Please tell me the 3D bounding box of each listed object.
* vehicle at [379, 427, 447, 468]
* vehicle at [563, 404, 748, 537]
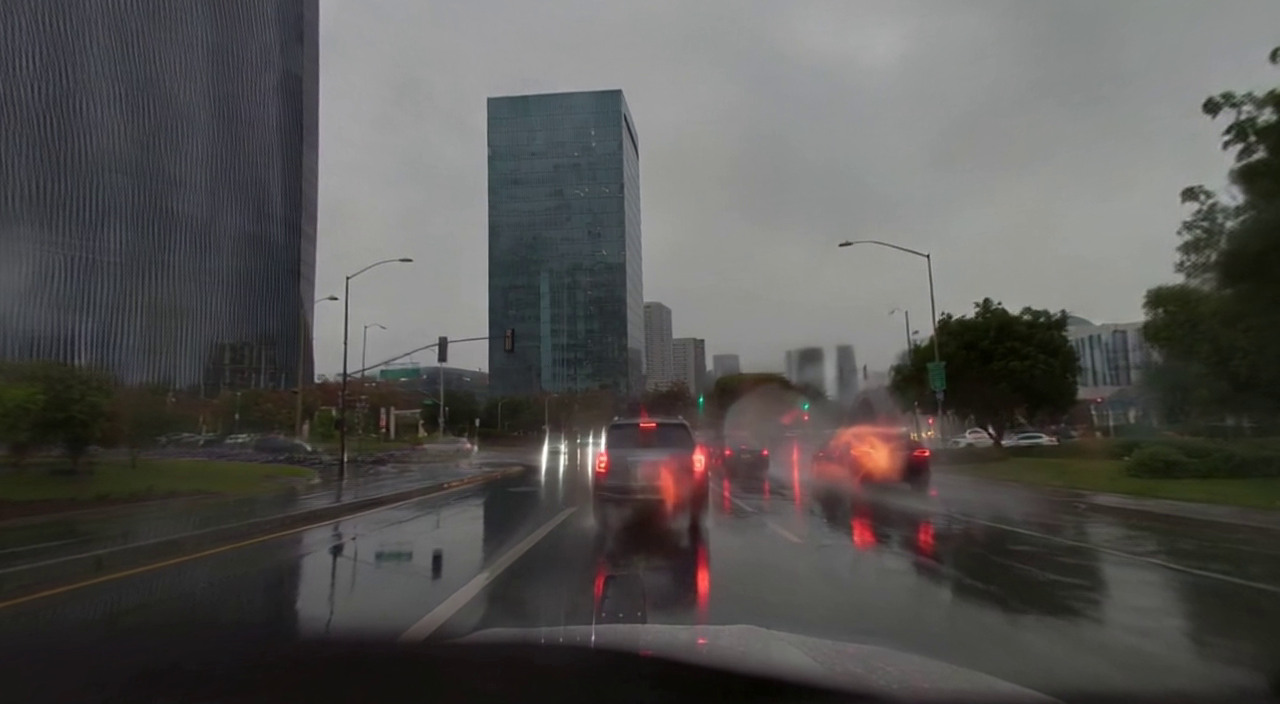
[{"bbox_3d":[-14.021,5.871,38.667,2.717,2.310,6.448,5,-10,-29],"label":"vehicle"},{"bbox_3d":[0.227,2.023,11.244,2.601,1.878,4.535,0,-9,0],"label":"vehicle"}]
